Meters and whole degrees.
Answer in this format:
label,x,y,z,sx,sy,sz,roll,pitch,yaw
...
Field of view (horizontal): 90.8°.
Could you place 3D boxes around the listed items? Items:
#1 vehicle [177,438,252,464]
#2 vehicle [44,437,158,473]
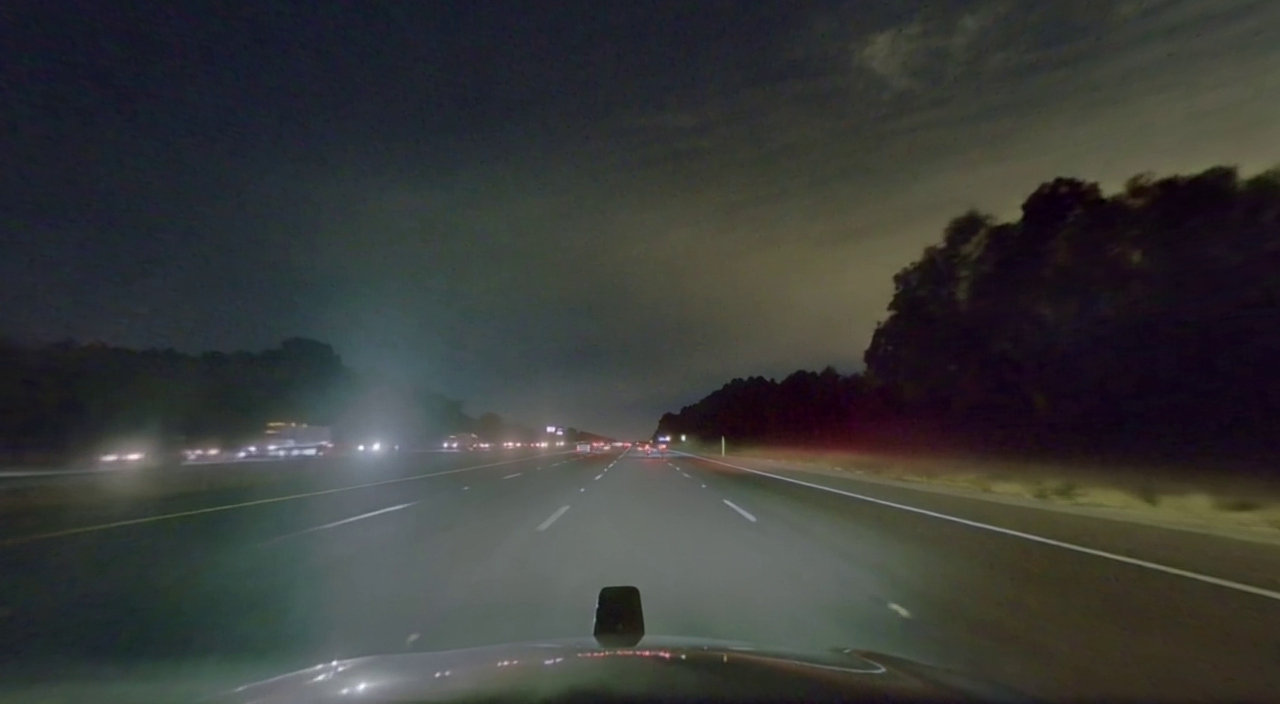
label,x,y,z,sx,sy,sz,roll,pitch,yaw
vehicle,-31.634,7.382,47.129,2.058,1.790,5.148,0,-8,0
vehicle,-27.904,5.335,32.915,1.934,1.678,4.559,0,-8,0
